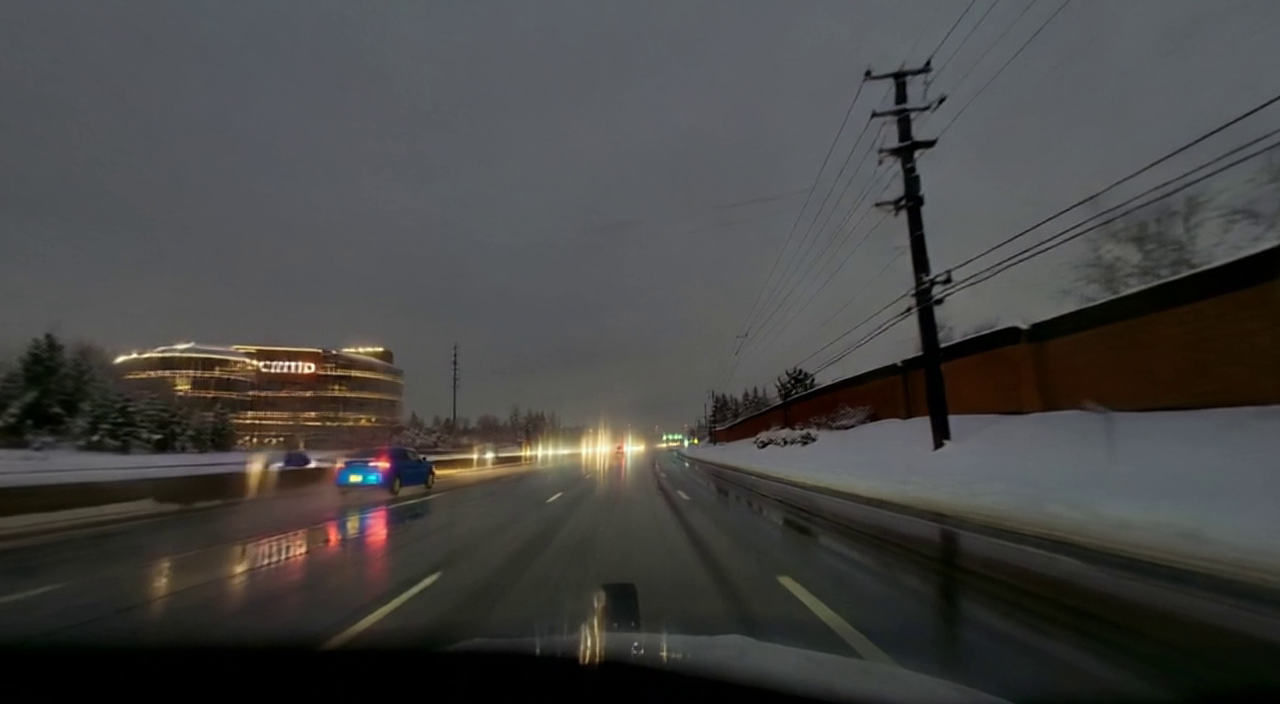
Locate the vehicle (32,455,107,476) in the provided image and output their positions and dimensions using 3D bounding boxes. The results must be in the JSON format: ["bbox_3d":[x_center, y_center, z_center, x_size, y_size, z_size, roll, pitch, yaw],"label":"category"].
[{"bbox_3d":[-44.297,8.777,49.184,1.868,1.466,4.303,0,-9,-2],"label":"vehicle"}]

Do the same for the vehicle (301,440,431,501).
[{"bbox_3d":[-7.797,3.386,18.463,2.013,1.574,3.923,0,-9,0],"label":"vehicle"}]

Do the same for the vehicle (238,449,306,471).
[{"bbox_3d":[-25.553,7.481,44.101,1.851,1.434,4.694,0,-9,1],"label":"vehicle"}]
